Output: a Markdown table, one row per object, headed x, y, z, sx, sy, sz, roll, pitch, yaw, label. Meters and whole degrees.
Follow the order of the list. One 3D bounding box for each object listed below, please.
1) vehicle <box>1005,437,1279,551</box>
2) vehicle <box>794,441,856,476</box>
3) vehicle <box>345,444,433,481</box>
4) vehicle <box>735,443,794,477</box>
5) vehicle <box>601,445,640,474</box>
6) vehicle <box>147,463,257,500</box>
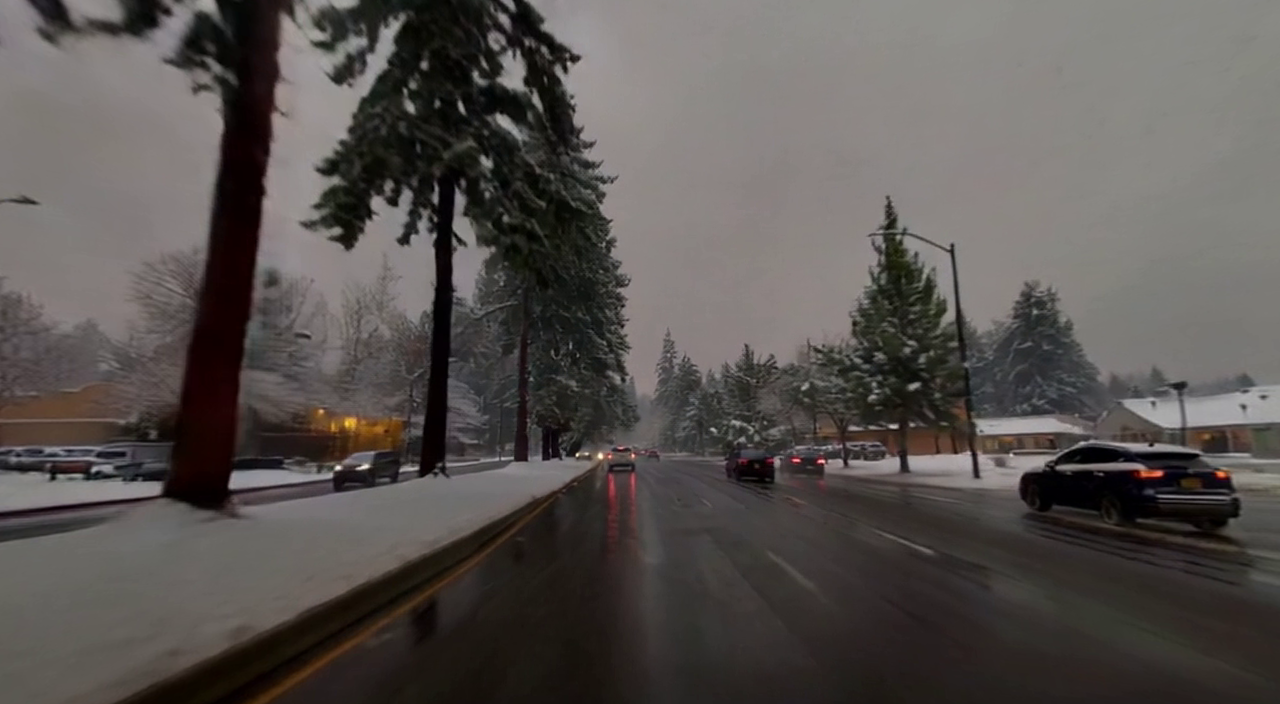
| x | y | z | sx | sy | sz | roll | pitch | yaw | label |
| --- | --- | --- | --- | --- | --- | --- | --- | --- | --- |
| 8.572 | 2.253 | 10.861 | 1.888 | 1.508 | 4.646 | 0 | -8 | 2 | vehicle |
| 9.528 | 5.488 | 32.846 | 1.945 | 1.687 | 4.292 | 0 | -8 | 0 | vehicle |
| -15.157 | 6.668 | 38.660 | 2.879 | 2.048 | 5.861 | 0 | -8 | 1 | vehicle |
| 5.796 | 5.062 | 29.803 | 2.020 | 1.472 | 3.958 | 0 | -8 | 1 | vehicle |
| -1.051 | 5.958 | 35.314 | 2.077 | 1.477 | 3.897 | 0 | -8 | -1 | vehicle |
| -18.727 | 5.524 | 27.238 | 1.769 | 1.344 | 3.947 | 0 | -8 | 3 | vehicle |
